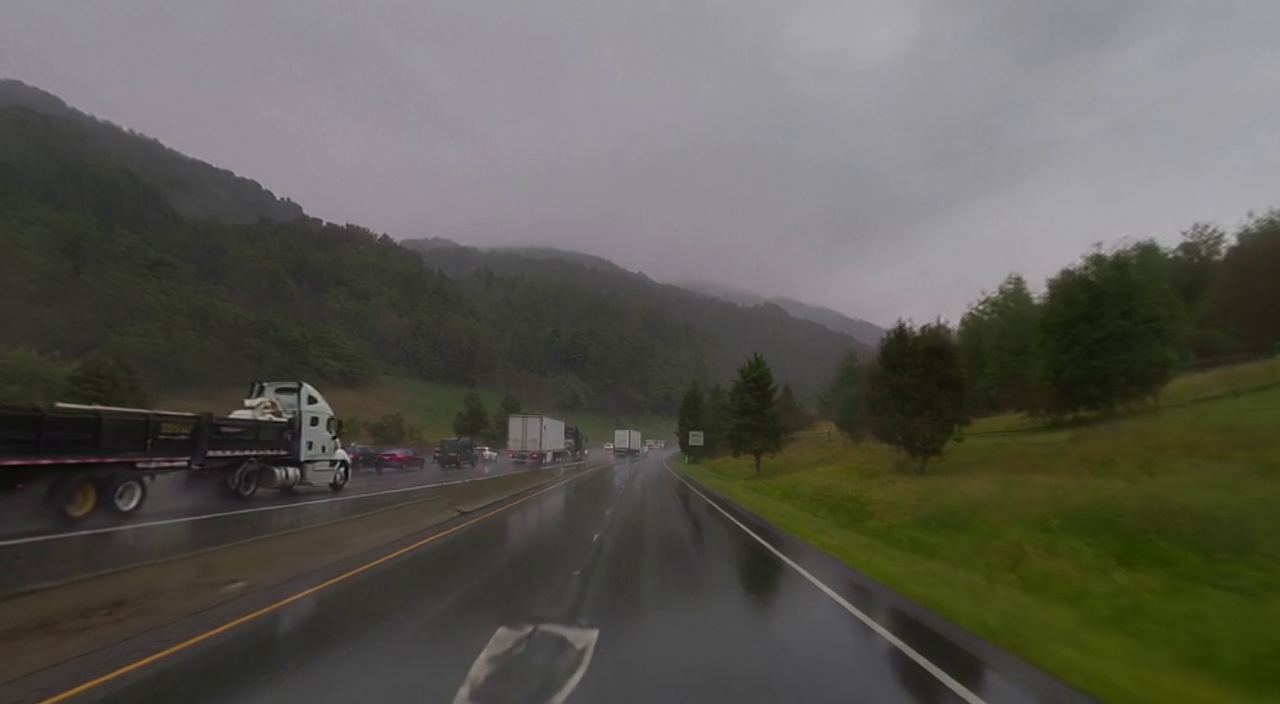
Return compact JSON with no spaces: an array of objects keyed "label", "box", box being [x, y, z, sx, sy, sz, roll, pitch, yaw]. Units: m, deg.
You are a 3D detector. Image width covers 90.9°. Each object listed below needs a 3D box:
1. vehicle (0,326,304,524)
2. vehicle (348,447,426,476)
[{"label":"vehicle","box":[-12.902,1.832,14.750,2.745,3.617,11.590,-1,-9,5]},{"label":"vehicle","box":[-14.175,6.173,35.631,1.925,1.493,4.864,-1,-9,7]}]
